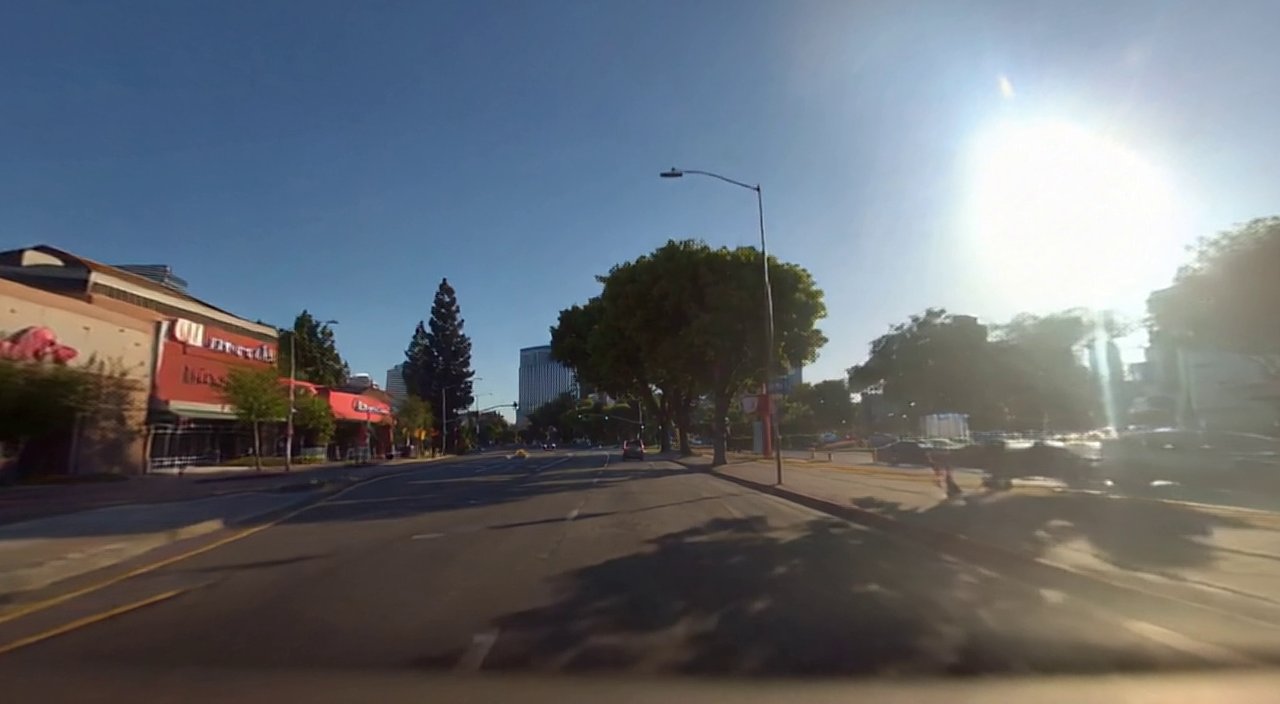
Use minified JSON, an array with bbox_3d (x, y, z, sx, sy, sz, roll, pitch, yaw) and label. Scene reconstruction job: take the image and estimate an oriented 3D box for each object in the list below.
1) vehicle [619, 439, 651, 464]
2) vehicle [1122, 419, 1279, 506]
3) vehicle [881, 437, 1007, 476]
[{"bbox_3d":[-0.391,7.136,45.512,2.230,1.683,4.204,0,-8,-2],"label":"vehicle"},{"bbox_3d":[13.442,2.272,13.264,4.769,1.636,2.281,0,-8,-2],"label":"vehicle"},{"bbox_3d":[12.995,4.470,27.221,4.395,1.497,1.975,1,-7,0],"label":"vehicle"}]
